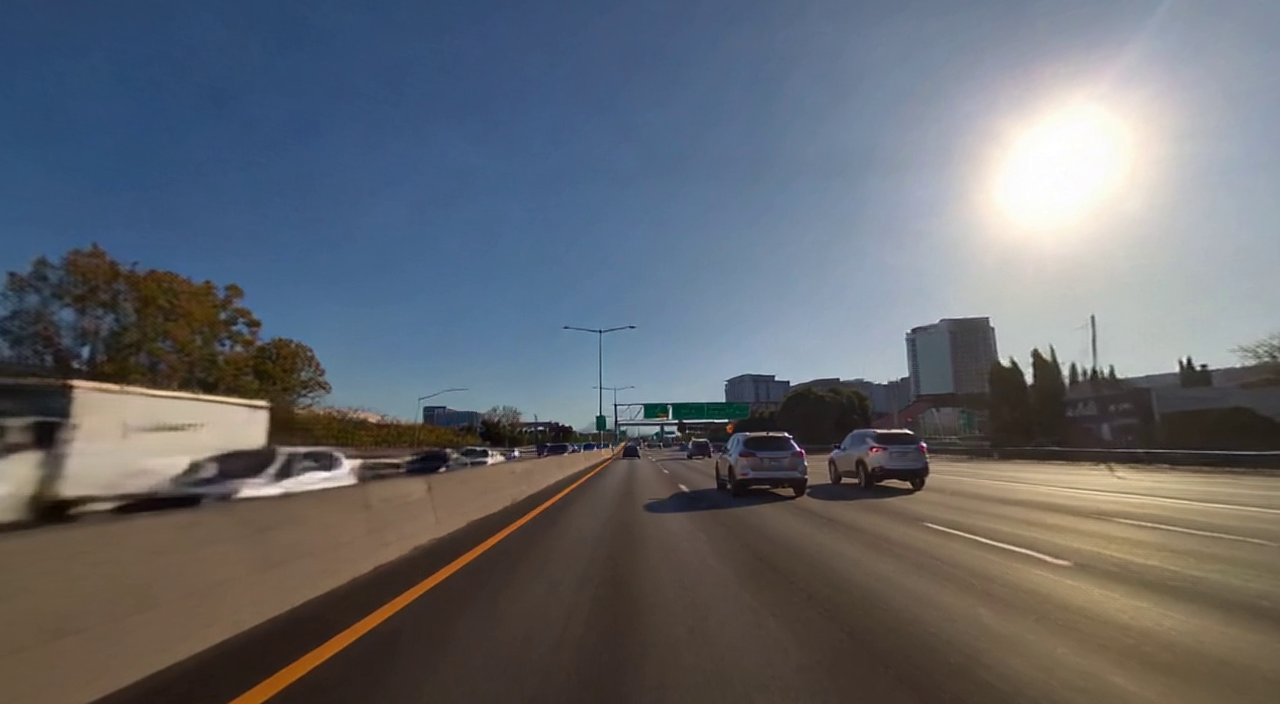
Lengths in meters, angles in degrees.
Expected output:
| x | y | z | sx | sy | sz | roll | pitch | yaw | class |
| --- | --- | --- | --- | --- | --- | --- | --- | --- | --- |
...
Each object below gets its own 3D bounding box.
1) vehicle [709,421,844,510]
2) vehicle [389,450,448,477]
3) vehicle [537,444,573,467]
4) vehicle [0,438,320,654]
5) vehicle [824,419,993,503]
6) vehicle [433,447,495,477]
| x | y | z | sx | sy | sz | roll | pitch | yaw | class |
| --- | --- | --- | --- | --- | --- | --- | --- | --- | --- |
| 2.883 | 2.526 | 14.457 | 2.059 | 1.711 | 4.302 | 0 | -9 | -1 | vehicle |
| -13.466 | 6.748 | 38.592 | 2.186 | 1.521 | 3.866 | 0 | -9 | 0 | vehicle |
| -5.974 | 7.303 | 44.827 | 1.948 | 1.554 | 4.122 | 0 | -9 | 0 | vehicle |
| -5.415 | 1.630 | 6.287 | 2.026 | 1.474 | 4.578 | 0 | -9 | 0 | vehicle |
| 6.546 | 2.727 | 16.192 | 2.040 | 1.801 | 4.959 | 0 | -9 | -1 | vehicle |
| -9.529 | 5.988 | 34.628 | 2.076 | 1.492 | 4.669 | 0 | -9 | 0 | vehicle |
